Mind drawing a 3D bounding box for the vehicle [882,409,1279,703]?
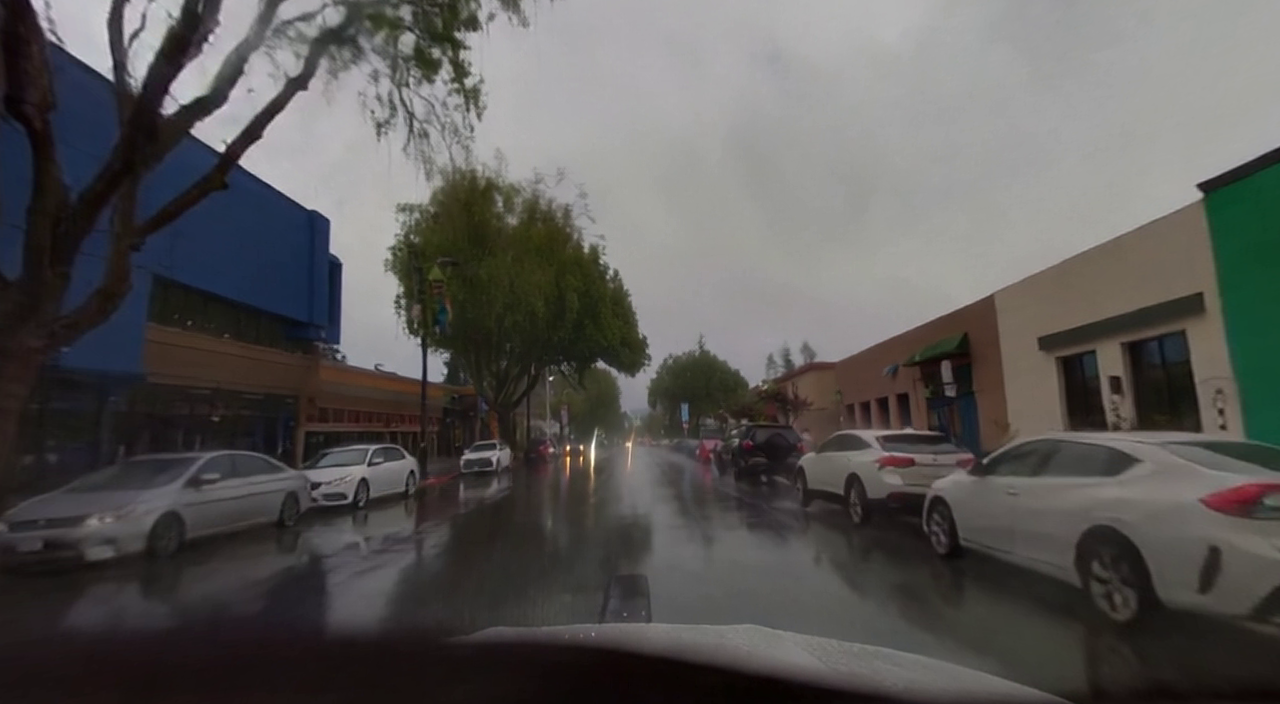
[{"bbox_3d":[4.110,1.328,5.624,1.973,1.494,4.867,0,-7,0],"label":"vehicle"}]

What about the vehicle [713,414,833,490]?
[{"bbox_3d":[3.863,2.985,19.498,2.390,2.005,5.276,0,-7,-2],"label":"vehicle"}]

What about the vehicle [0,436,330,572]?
[{"bbox_3d":[-7.195,2.155,10.032,2.001,1.502,4.851,-1,-6,1],"label":"vehicle"}]

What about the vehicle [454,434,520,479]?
[{"bbox_3d":[-7.059,4.842,29.724,1.996,1.770,5.518,-1,-6,-3],"label":"vehicle"}]
